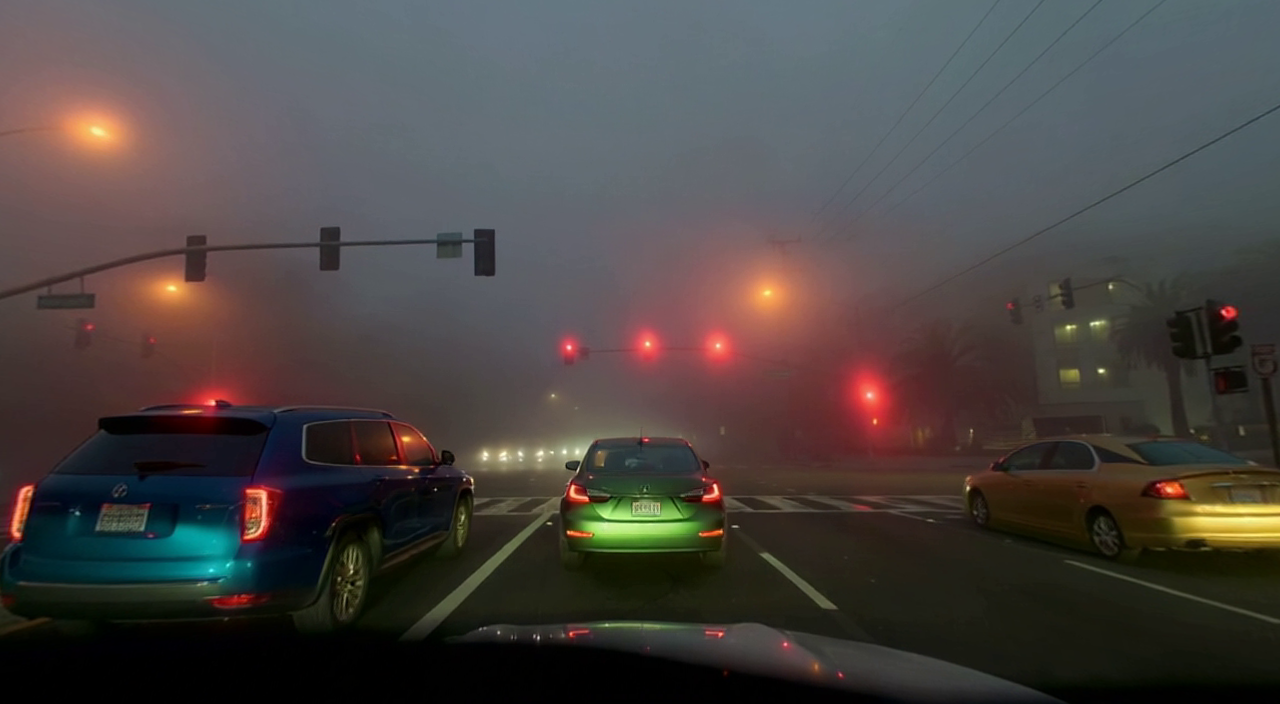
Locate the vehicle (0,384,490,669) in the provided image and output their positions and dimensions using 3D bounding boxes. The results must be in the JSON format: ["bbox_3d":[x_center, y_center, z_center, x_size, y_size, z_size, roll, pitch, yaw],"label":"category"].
[{"bbox_3d":[-3.095,1.365,6.082,2.051,1.682,4.467,0,-8,2],"label":"vehicle"}]

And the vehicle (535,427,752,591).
[{"bbox_3d":[0.004,1.704,7.718,1.942,1.445,3.973,0,-8,-1],"label":"vehicle"}]

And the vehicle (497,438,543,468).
[{"bbox_3d":[-7.911,6.698,42.066,2.130,1.810,4.450,-2,-8,1],"label":"vehicle"}]

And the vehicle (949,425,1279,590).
[{"bbox_3d":[6.095,1.756,8.082,1.970,1.489,4.482,0,-8,-1],"label":"vehicle"}]
